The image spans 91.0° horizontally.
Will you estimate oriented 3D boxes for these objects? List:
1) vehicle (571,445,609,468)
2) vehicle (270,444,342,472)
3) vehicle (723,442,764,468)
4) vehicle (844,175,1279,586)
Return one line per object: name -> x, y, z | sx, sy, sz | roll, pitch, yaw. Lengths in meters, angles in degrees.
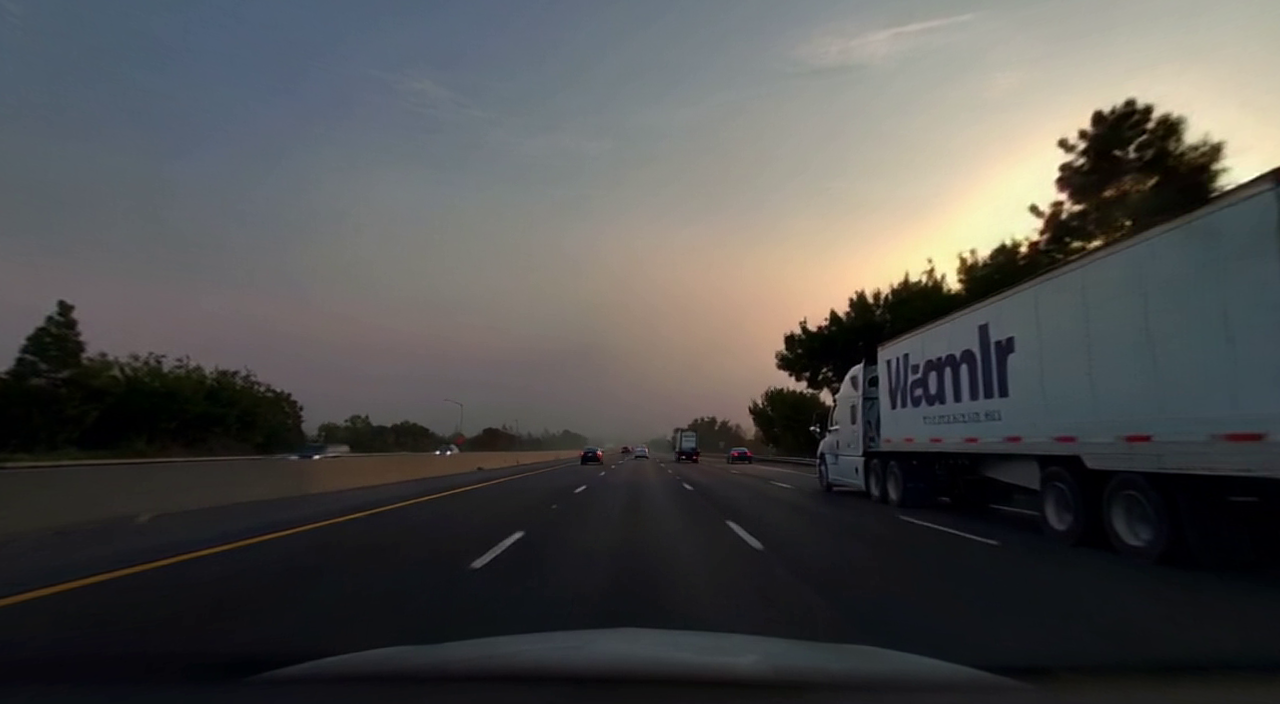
vehicle -> -3.399, 7.273, 44.019 | 2.164, 1.507, 4.748 | 0, -9, 1
vehicle -> -21.452, 6.790, 40.617 | 1.901, 1.694, 4.592 | 0, -9, 3
vehicle -> 7.148, 7.173, 43.965 | 2.188, 1.727, 4.381 | 0, -9, 1
vehicle -> 8.005, 1.198, 12.350 | 2.912, 4.143, 15.538 | 0, -9, 0
